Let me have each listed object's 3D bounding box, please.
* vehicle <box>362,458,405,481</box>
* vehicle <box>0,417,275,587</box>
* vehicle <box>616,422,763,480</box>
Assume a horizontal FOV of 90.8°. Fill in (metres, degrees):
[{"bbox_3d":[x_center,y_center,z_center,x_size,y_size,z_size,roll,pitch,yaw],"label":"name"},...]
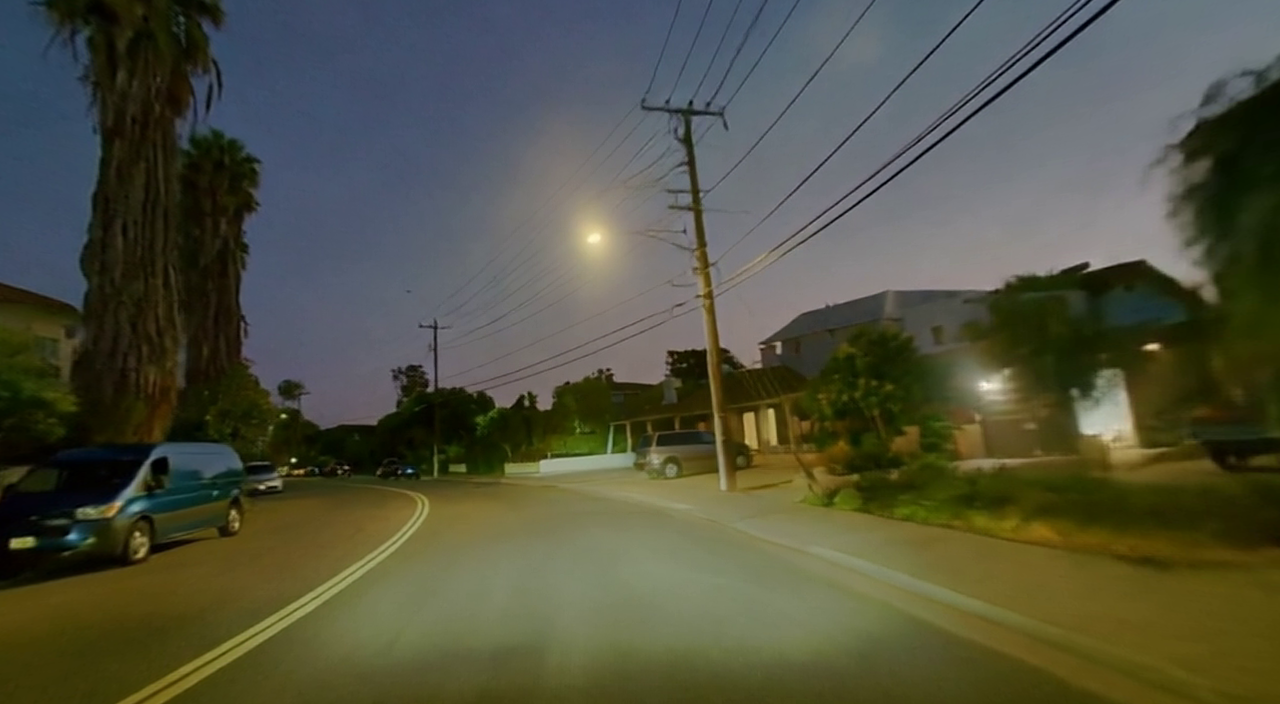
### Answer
[{"bbox_3d":[-18.753,8.547,46.157,1.870,1.490,3.802,6,-10,-38],"label":"vehicle"},{"bbox_3d":[-9.001,2.526,11.346,2.552,2.134,6.076,-2,-9,-14],"label":"vehicle"},{"bbox_3d":[1.910,3.770,24.443,5.102,2.040,2.472,3,-9,-26],"label":"vehicle"}]
